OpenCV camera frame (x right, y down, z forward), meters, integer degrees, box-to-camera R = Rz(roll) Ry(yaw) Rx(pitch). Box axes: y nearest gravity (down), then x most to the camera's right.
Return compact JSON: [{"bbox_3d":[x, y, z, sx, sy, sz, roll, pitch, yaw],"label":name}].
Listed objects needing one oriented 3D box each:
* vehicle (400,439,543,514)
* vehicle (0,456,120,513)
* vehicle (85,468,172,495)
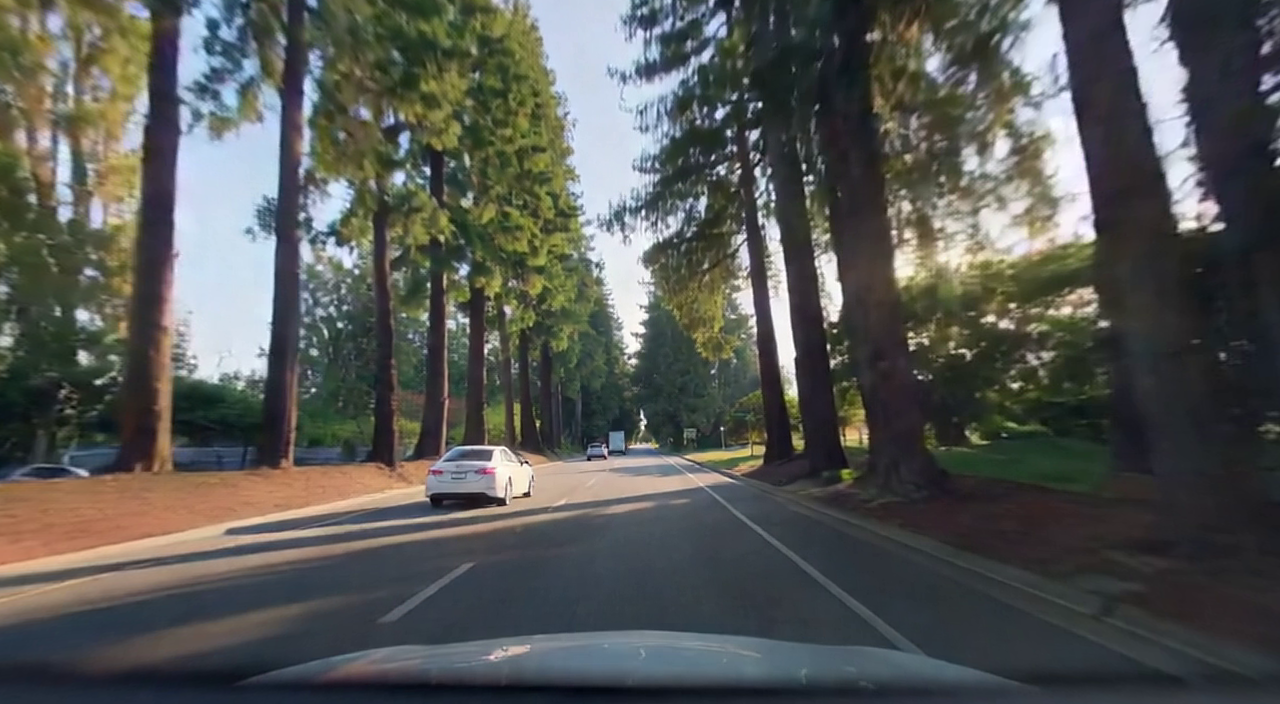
[{"bbox_3d":[-3.728,2.842,14.899,2.033,1.454,4.512,-1,-9,2],"label":"vehicle"},{"bbox_3d":[-18.188,3.870,18.650,1.839,1.458,4.402,-1,-9,0],"label":"vehicle"},{"bbox_3d":[-31.739,8.002,39.279,1.692,1.390,4.342,-1,-8,3],"label":"vehicle"}]
